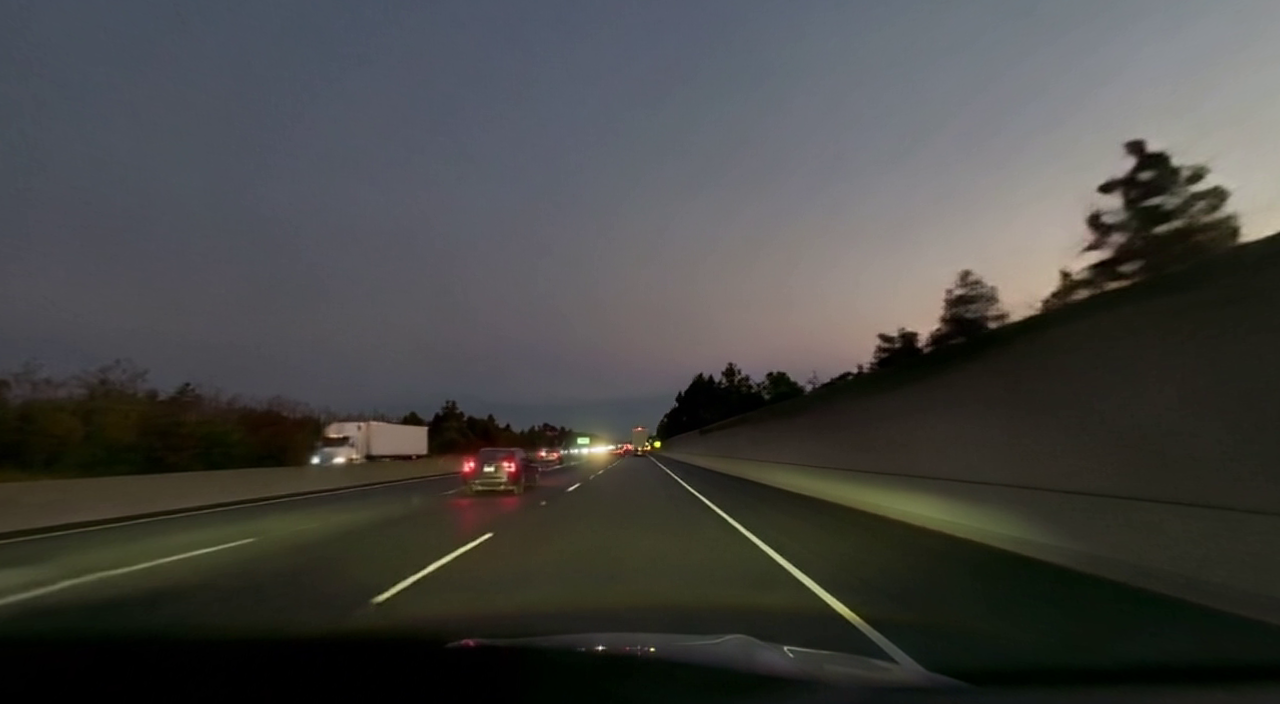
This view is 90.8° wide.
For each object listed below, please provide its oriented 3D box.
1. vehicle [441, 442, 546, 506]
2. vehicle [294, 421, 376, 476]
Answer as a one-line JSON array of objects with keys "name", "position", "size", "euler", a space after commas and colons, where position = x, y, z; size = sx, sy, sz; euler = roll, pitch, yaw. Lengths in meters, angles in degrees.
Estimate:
[{"name": "vehicle", "position": [-3.816, 3.228, 17.085], "size": [1.893, 1.521, 3.742], "euler": [0, -9, 1]}, {"name": "vehicle", "position": [-23.021, 7.344, 48.073], "size": [3.230, 3.869, 5.810], "euler": [0, -9, 0]}]
